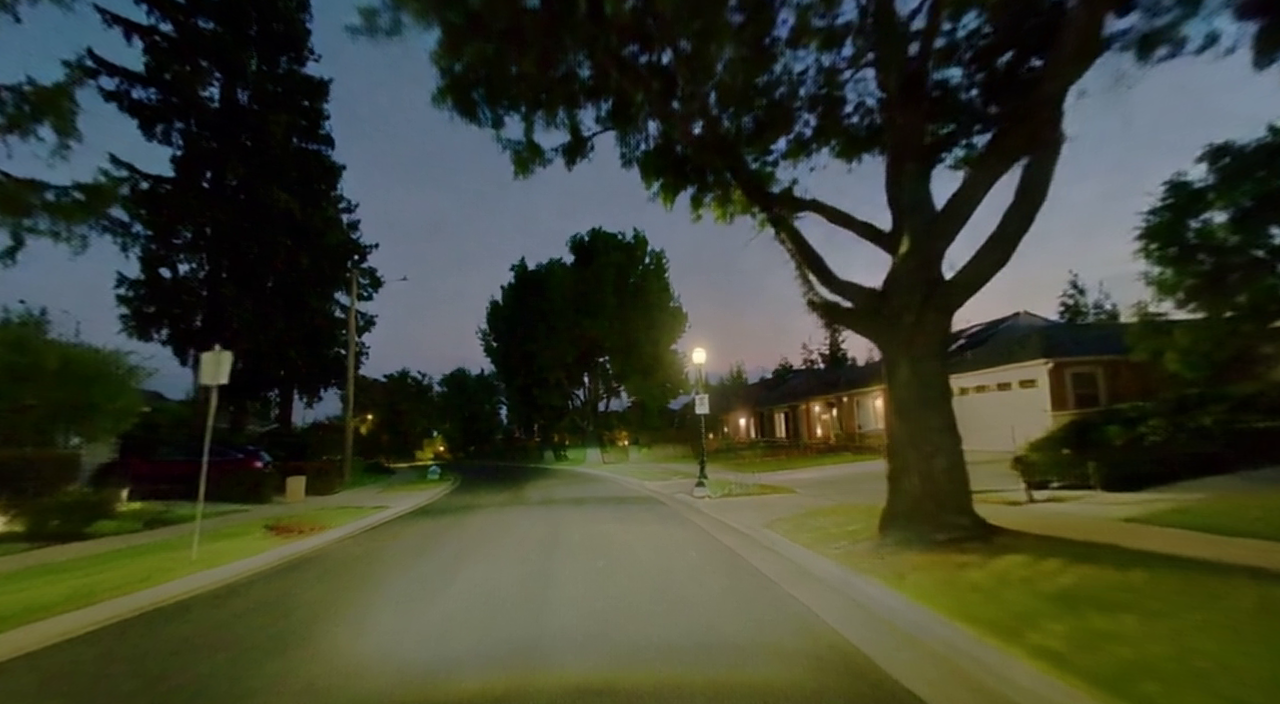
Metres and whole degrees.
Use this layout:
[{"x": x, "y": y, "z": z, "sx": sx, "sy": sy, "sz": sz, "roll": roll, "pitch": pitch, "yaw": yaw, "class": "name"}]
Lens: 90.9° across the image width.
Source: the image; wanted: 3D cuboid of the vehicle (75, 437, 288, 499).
[{"x": -12.840, "y": 3.259, "z": 17.927, "sx": 4.471, "sy": 1.638, "sz": 1.877, "roll": 1, "pitch": -8, "yaw": -4, "class": "vehicle"}]
